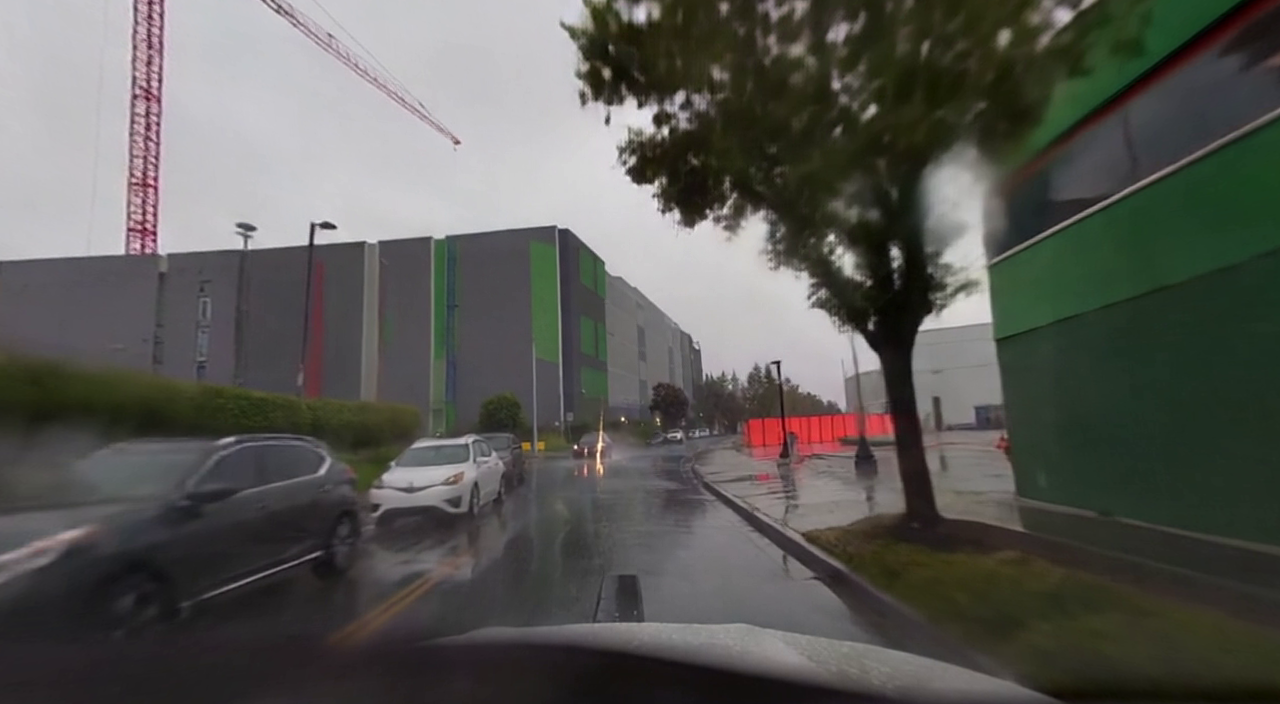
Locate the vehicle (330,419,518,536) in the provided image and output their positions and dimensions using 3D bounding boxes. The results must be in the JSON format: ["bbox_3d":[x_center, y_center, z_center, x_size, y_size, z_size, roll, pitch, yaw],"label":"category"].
[{"bbox_3d":[-3.599,2.128,11.464,2.026,1.699,4.224,0,-8,-2],"label":"vehicle"}]

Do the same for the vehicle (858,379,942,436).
[{"bbox_3d":[19.410,4.448,47.797,3.031,3.863,9.734,-1,-8,6],"label":"vehicle"}]

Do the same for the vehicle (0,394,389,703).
[{"bbox_3d":[-3.770,1.280,4.831,1.980,1.635,4.153,0,-8,0],"label":"vehicle"}]

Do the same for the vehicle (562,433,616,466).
[{"bbox_3d":[-2.668,5.206,33.980,1.967,1.646,4.192,-2,-8,10],"label":"vehicle"}]
